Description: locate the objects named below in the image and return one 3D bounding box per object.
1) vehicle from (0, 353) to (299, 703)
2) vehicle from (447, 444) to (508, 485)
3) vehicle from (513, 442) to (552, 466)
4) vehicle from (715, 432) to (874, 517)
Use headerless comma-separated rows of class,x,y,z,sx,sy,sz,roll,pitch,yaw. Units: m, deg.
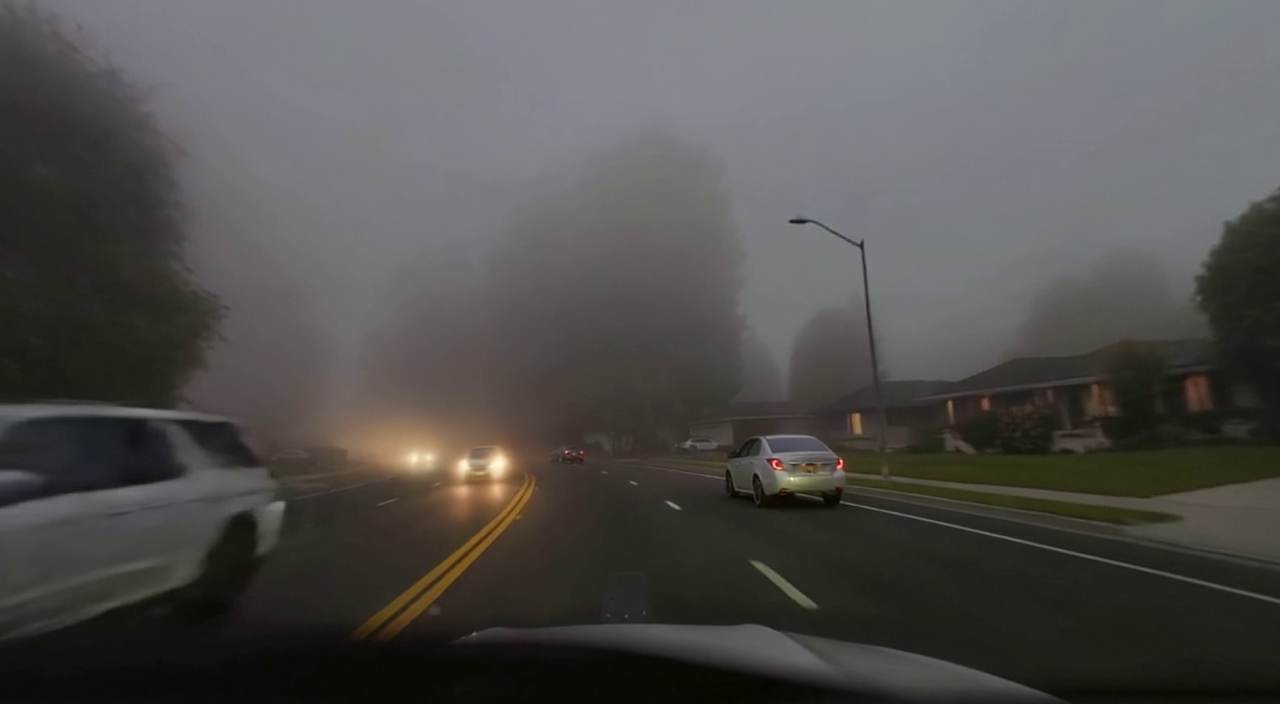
vehicle,-4.217,0.987,3.313,2.316,1.845,4.805,0,-8,-3
vehicle,-6.362,4.415,25.136,1.985,1.470,4.305,1,-8,-10
vehicle,-7.826,7.360,45.638,2.106,1.667,4.367,3,-9,-18
vehicle,3.038,2.509,13.501,1.934,1.506,4.282,1,-8,-6
